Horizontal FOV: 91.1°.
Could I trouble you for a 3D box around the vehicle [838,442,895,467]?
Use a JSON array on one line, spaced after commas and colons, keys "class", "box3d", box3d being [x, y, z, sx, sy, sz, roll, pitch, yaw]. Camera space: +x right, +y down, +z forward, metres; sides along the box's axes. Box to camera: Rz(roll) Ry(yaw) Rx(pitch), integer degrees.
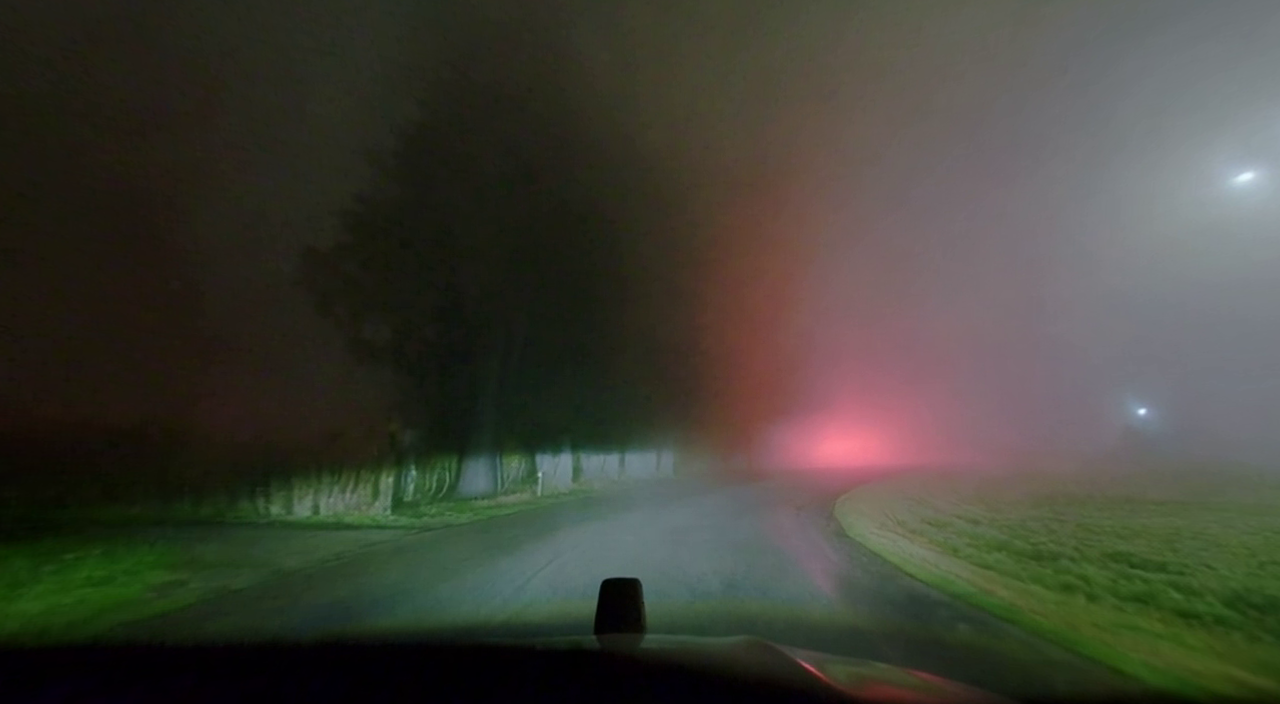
[{"class": "vehicle", "box3d": [17.081, 7.698, 47.227, 4.257, 1.789, 1.988, 7, -10, -37]}]
